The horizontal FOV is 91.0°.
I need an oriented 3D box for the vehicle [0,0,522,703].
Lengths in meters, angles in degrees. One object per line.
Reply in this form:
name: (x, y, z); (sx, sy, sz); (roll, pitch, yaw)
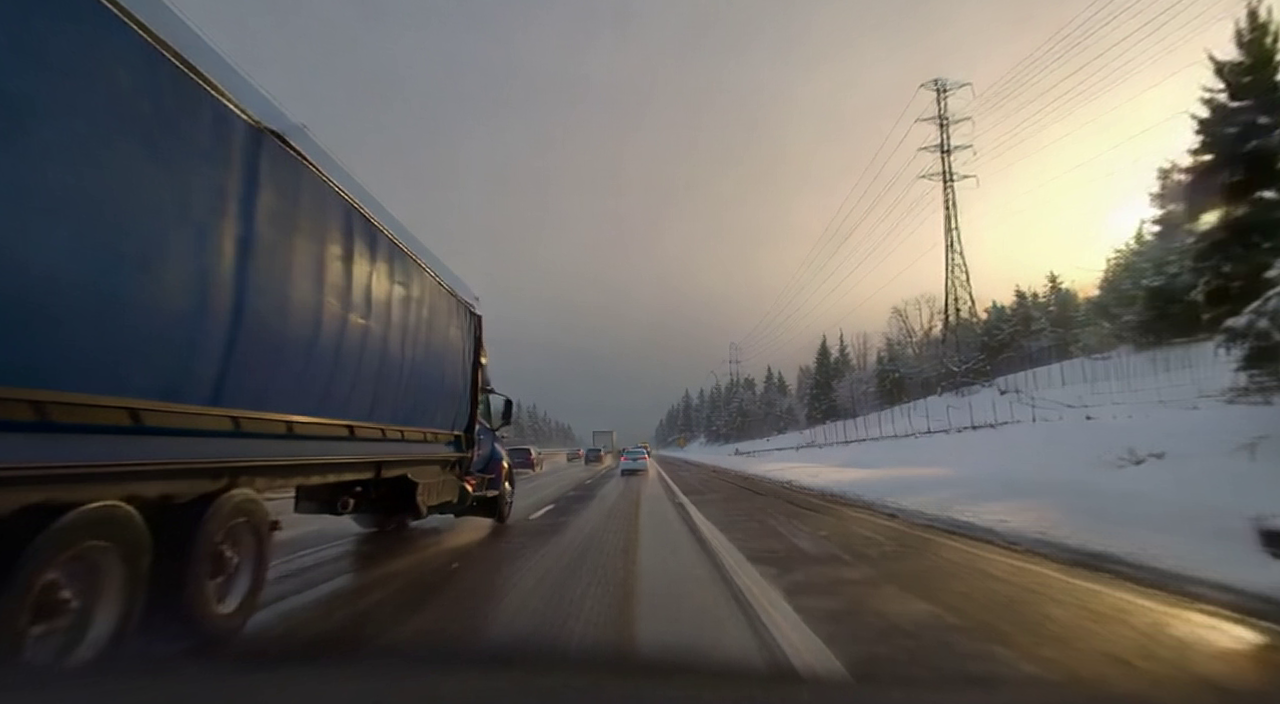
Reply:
vehicle: (-3.542, 0.626, 5.615); (3.023, 3.246, 9.102); (0, -9, 1)

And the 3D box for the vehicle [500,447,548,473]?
vehicle: (-7.008, 6.552, 38.435); (2.025, 1.510, 4.582); (0, -9, 1)

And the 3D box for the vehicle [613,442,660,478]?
vehicle: (-0.149, 5.280, 30.976); (2.178, 1.640, 4.071); (0, -9, 0)
